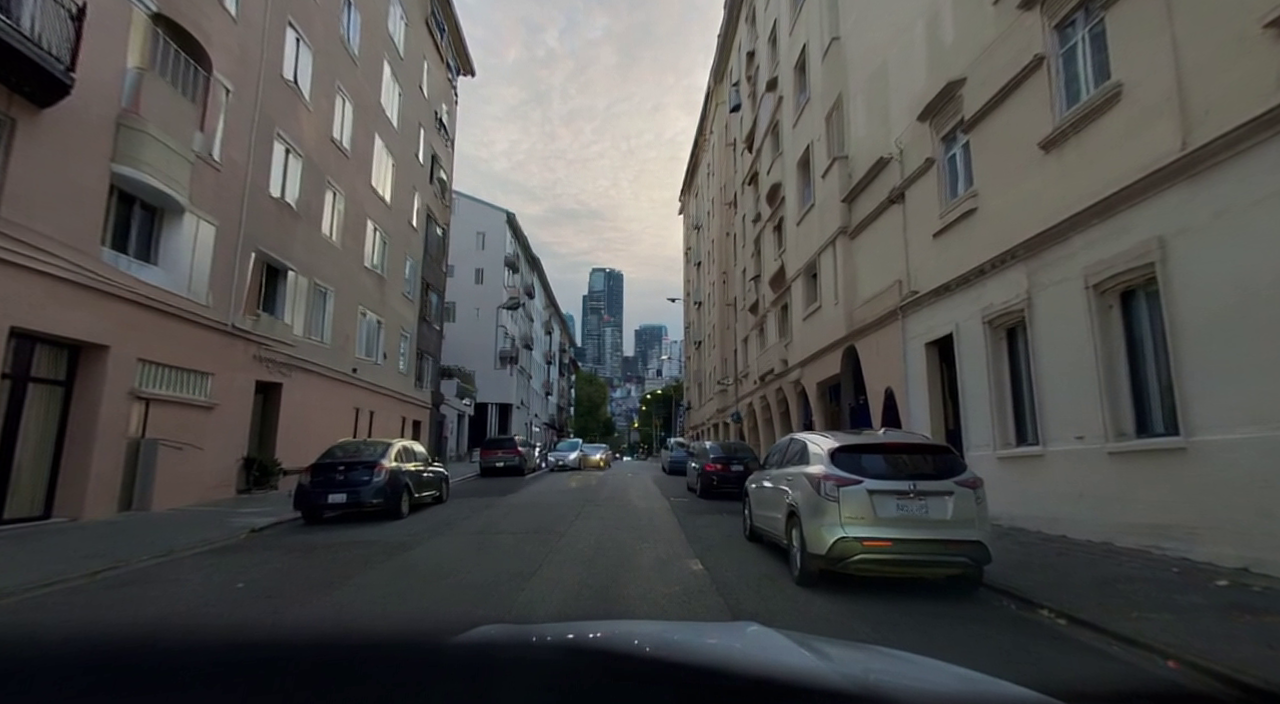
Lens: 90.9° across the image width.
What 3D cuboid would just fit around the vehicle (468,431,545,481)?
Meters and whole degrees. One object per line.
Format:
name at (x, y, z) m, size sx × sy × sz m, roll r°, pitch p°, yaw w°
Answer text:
vehicle at (-4.826, 3.813, 23.294) m, size 1.942 × 1.521 × 3.761 m, roll 5°, pitch -9°, yaw 0°

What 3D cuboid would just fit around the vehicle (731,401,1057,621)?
vehicle at (2.256, 1.495, 6.896) m, size 1.839 × 1.678 × 3.918 m, roll 0°, pitch -8°, yaw -1°

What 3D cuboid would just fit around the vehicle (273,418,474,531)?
vehicle at (-4.549, 2.183, 11.620) m, size 1.883 × 1.499 × 4.426 m, roll 6°, pitch -10°, yaw -3°

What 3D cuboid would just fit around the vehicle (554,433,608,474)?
vehicle at (-2.289, 4.032, 25.286) m, size 1.845 × 1.544 × 3.388 m, roll 0°, pitch -8°, yaw 0°

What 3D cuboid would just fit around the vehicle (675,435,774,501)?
vehicle at (2.003, 2.871, 16.152) m, size 1.786 × 1.447 × 4.314 m, roll 0°, pitch -8°, yaw -2°
